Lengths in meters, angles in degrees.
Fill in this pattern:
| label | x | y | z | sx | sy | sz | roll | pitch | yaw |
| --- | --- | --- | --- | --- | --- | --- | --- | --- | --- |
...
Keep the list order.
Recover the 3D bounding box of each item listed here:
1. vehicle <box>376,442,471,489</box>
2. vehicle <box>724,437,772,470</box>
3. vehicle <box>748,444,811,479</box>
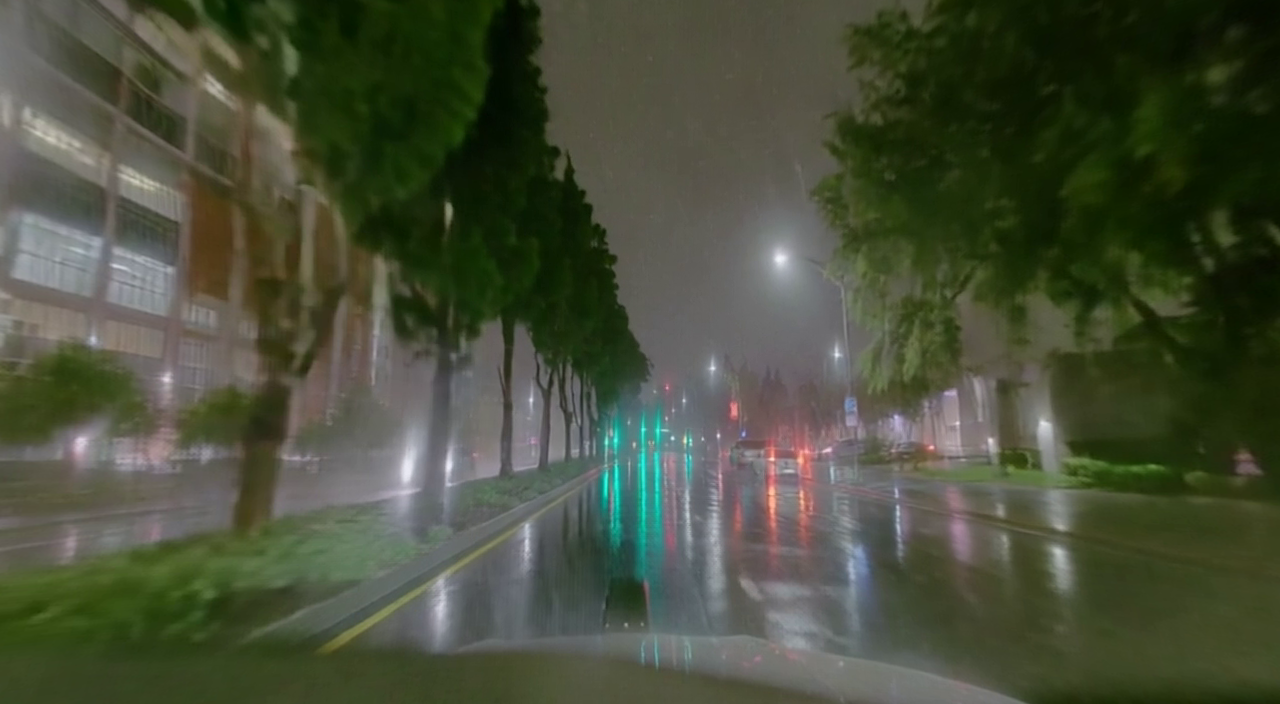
| label | x | y | z | sx | sy | sz | roll | pitch | yaw |
| --- | --- | --- | --- | --- | --- | --- | --- | --- | --- |
| vehicle | -8.184 | 4.313 | 24.303 | 1.982 | 1.608 | 4.519 | 0 | -8 | 1 |
| vehicle | 6.456 | 6.145 | 38.304 | 2.045 | 1.890 | 4.876 | 0 | -8 | 0 |
| vehicle | 6.464 | 5.124 | 29.768 | 1.948 | 1.511 | 4.623 | 0 | -8 | 1 |
